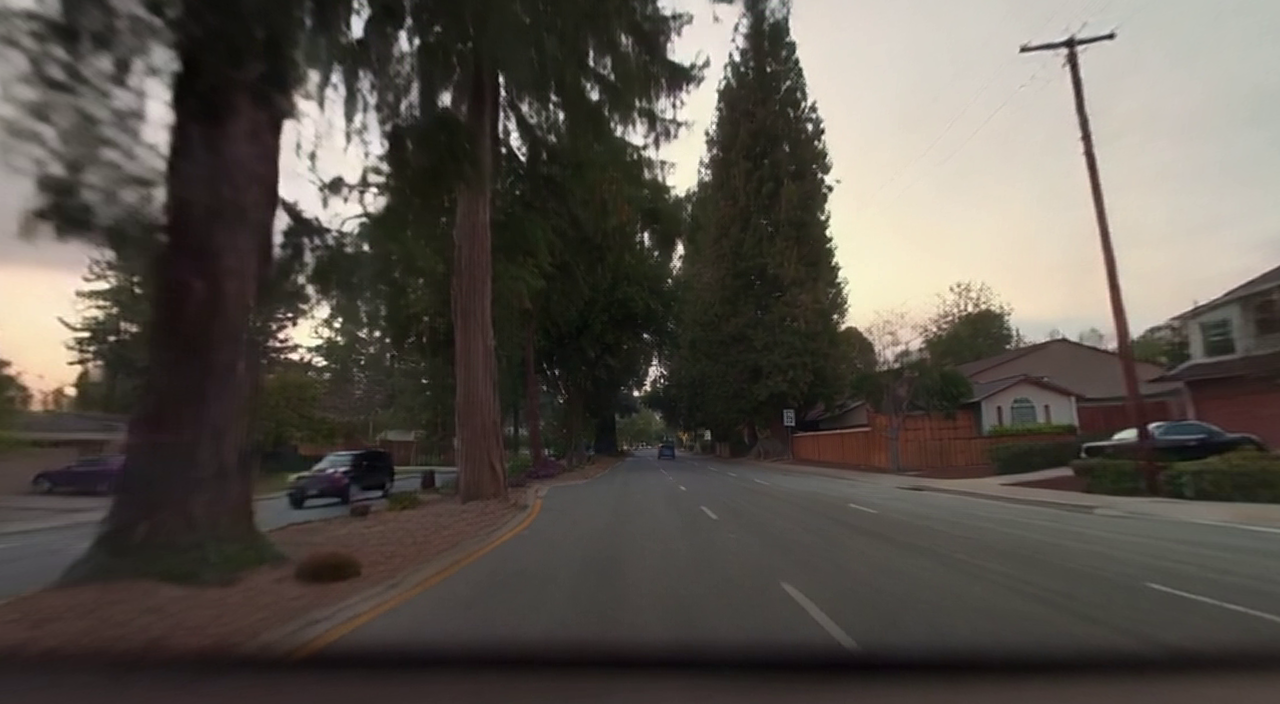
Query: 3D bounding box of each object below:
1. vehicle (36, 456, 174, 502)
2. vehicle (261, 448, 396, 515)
[{"bbox_3d":[-21.838,5.150,26.079,1.860,1.663,4.418,0,-9,-1],"label":"vehicle"},{"bbox_3d":[-8.960,3.707,18.686,1.964,1.722,4.403,0,-9,-4],"label":"vehicle"}]
